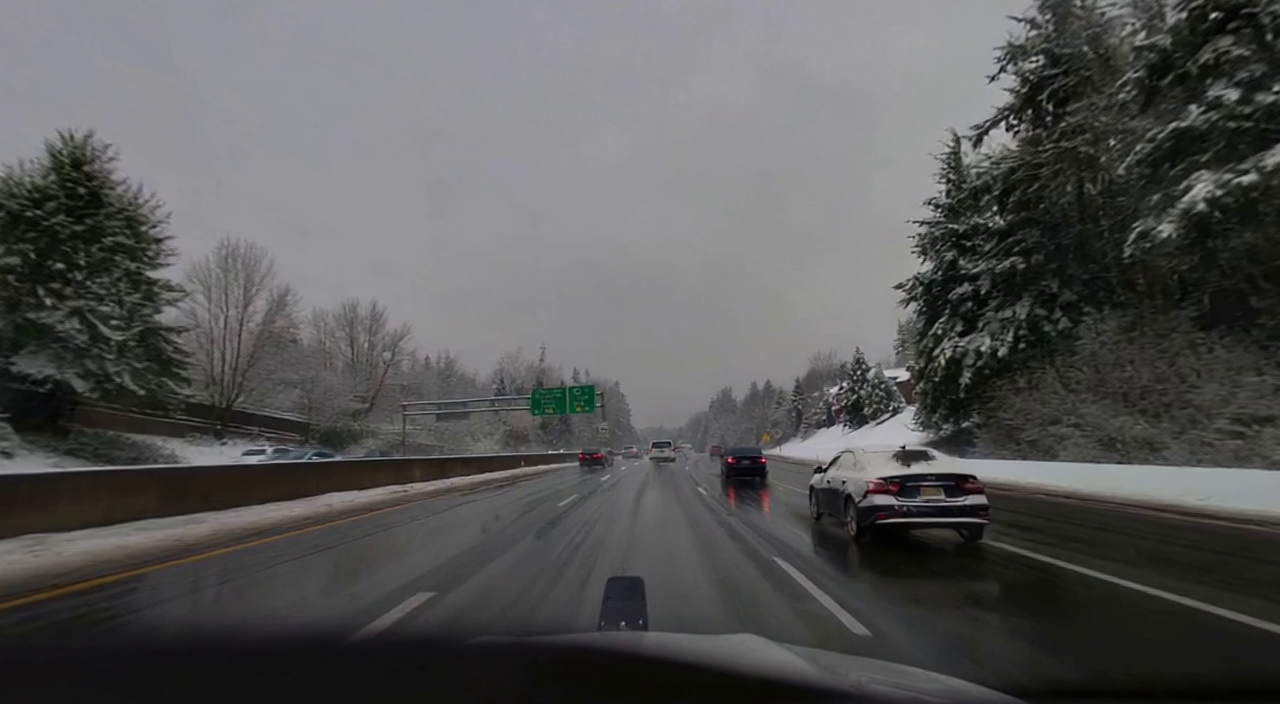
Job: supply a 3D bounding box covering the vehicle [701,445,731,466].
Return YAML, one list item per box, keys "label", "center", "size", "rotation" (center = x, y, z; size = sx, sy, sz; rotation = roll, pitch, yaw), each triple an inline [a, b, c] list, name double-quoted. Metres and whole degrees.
- label: "vehicle"
  center: [5.726, 7.795, 47.667]
  size: [2.078, 1.456, 3.926]
  rotation: [-1, -8, 5]

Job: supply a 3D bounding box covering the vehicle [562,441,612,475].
- label: "vehicle"
  center: [-2.836, 5.821, 34.929]
  size: [2.070, 1.740, 4.678]
  rotation: [-1, -8, 4]

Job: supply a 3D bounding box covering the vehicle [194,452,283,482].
- label: "vehicle"
  center: [-21.992, 6.308, 34.747]
  size: [1.856, 1.467, 4.336]
  rotation: [-1, -8, 3]

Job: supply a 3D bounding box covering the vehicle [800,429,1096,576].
- label: "vehicle"
  center: [3.765, 1.885, 8.772]
  size: [1.912, 1.509, 4.291]
  rotation: [0, -8, 0]

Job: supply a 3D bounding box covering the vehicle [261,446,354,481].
- label: "vehicle"
  center: [-18.021, 6.040, 34.518]
  size: [2.086, 1.731, 5.031]
  rotation: [-1, -8, 3]

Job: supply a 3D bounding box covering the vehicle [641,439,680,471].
- label: "vehicle"
  center: [1.250, 6.147, 37.897]
  size: [2.183, 1.764, 4.134]
  rotation: [-1, -8, 3]

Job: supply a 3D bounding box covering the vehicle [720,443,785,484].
- label: "vehicle"
  center: [4.325, 4.331, 24.833]
  size: [1.854, 1.438, 3.954]
  rotation: [0, -8, 0]
